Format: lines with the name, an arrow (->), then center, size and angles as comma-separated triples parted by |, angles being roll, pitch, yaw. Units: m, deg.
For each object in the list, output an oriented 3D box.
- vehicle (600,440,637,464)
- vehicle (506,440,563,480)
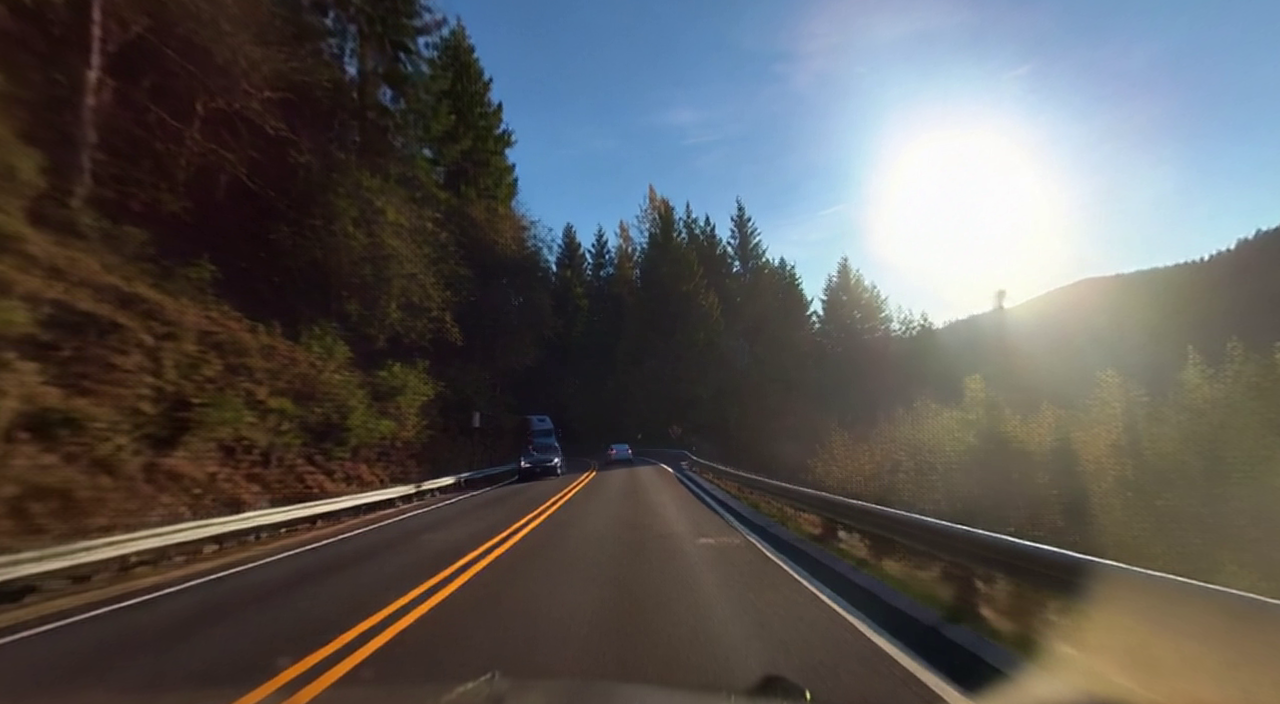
vehicle -> -1.525, 6.728, 42.552 | 2.120, 1.491, 4.349 | 1, -8, -7
vehicle -> -5.290, 5.458, 32.240 | 2.319, 1.864, 4.569 | 0, -8, -3
